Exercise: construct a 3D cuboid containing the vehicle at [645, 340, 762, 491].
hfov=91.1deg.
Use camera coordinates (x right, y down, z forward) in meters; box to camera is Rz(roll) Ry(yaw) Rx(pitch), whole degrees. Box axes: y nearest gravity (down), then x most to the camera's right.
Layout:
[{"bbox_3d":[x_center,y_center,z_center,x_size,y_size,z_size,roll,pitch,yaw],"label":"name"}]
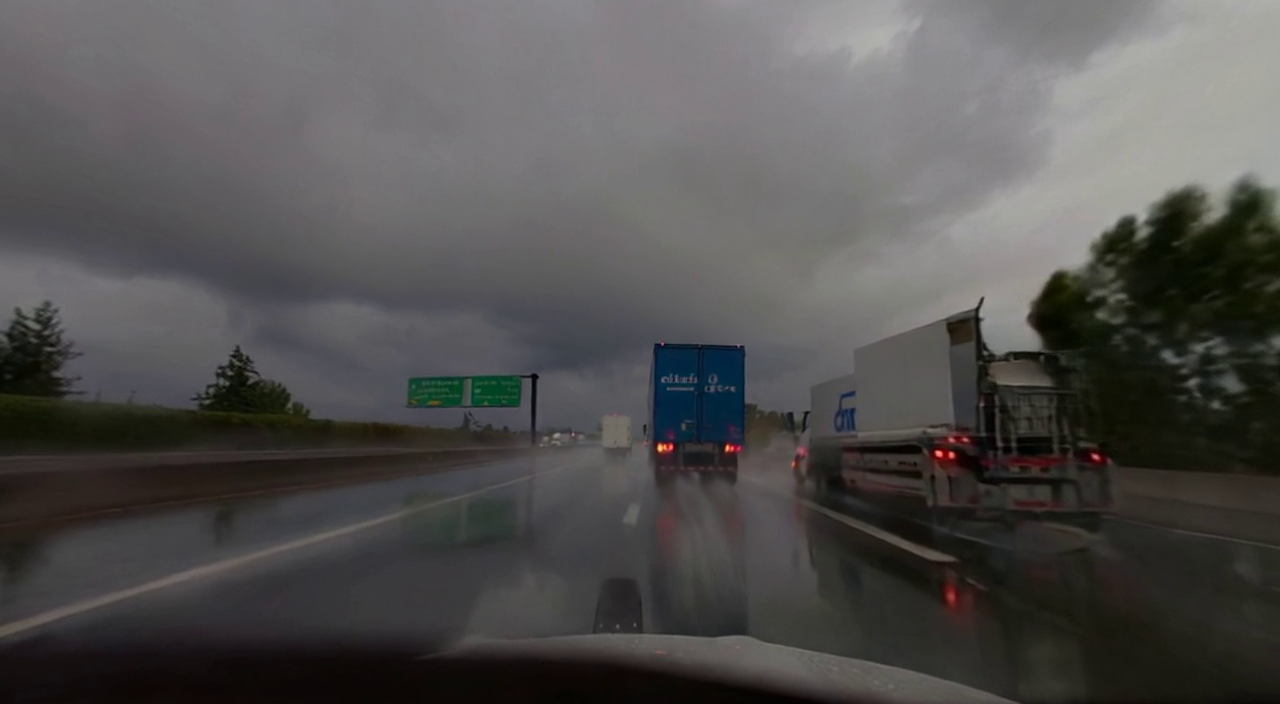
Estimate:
[{"bbox_3d":[1.648,2.270,21.067,2.920,3.860,10.035,0,-8,0],"label":"vehicle"}]
